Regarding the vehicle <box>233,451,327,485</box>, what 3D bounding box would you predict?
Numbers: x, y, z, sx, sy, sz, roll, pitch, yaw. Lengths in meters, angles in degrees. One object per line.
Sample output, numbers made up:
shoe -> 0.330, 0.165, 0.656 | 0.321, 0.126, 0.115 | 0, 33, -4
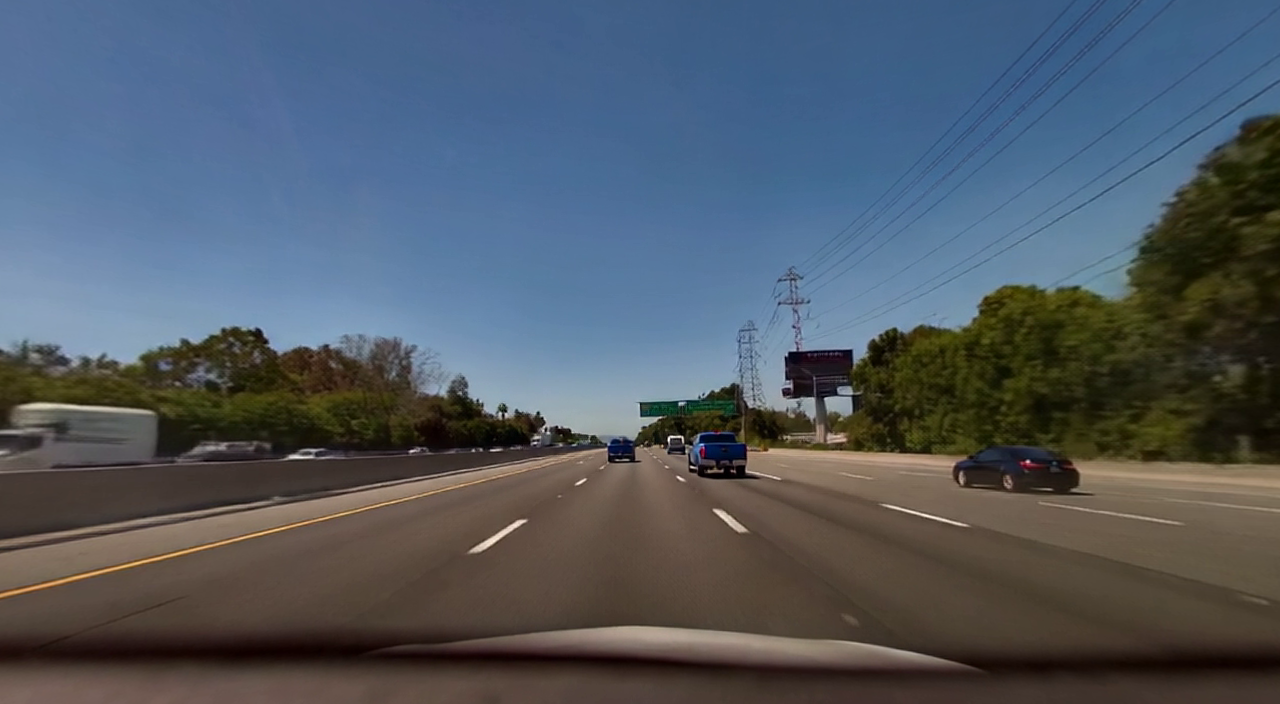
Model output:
vehicle -> -17.180, 5.519, 30.288 | 1.894, 1.466, 4.429 | 0, -8, 0

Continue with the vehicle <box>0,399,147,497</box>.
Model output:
vehicle -> -28.549, 4.510, 29.616 | 3.234, 4.093, 8.846 | 0, -9, 1

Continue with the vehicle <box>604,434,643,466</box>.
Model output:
vehicle -> -1.027, 6.724, 43.280 | 2.508, 2.023, 6.176 | 0, -8, 0

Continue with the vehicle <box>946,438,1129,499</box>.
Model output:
vehicle -> 10.787, 3.171, 17.619 | 2.076, 1.470, 4.644 | 0, -8, 0
